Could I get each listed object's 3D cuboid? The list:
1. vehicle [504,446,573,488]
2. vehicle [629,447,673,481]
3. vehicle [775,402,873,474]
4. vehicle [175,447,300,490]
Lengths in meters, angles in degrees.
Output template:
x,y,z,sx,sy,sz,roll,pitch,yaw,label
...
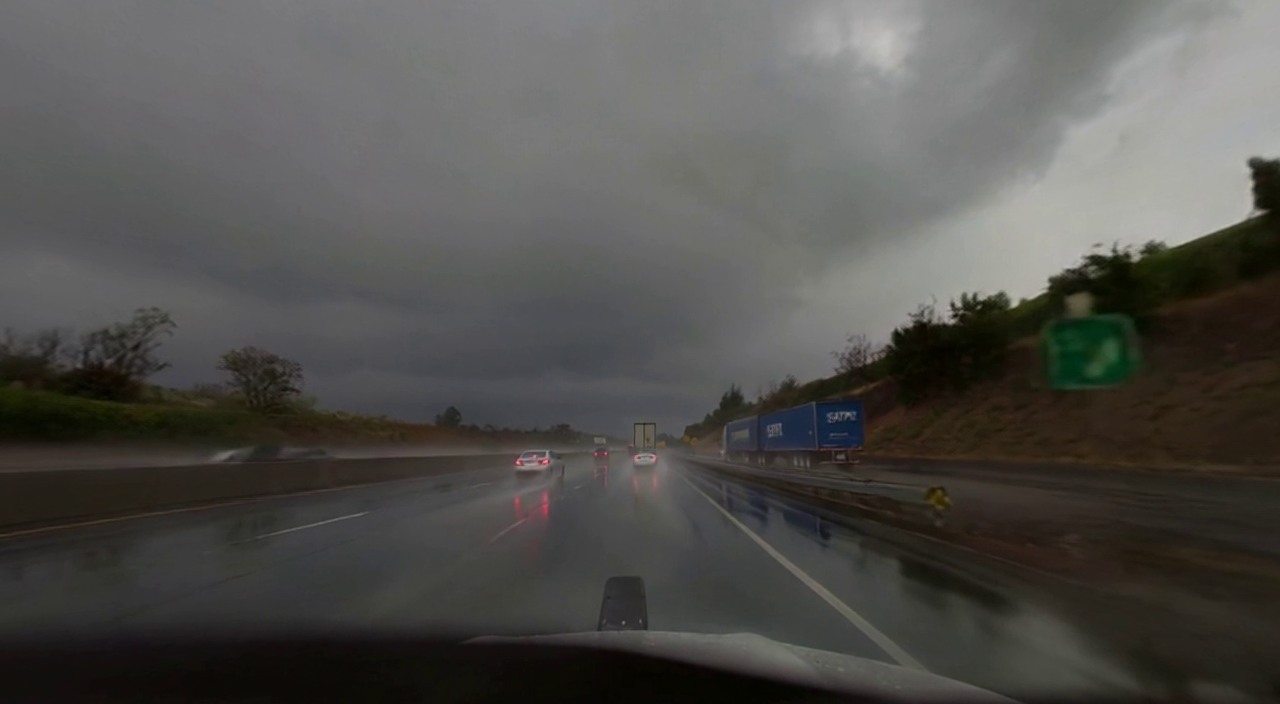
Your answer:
x,y,z,sx,sy,sz,roll,pitch,yaw,label
-3.978,4.603,25.533,2.018,1.504,4.431,0,-9,1,vehicle
0.486,5.313,30.108,1.991,1.507,3.391,0,-9,-1,vehicle
11.993,5.990,42.954,2.926,4.094,13.856,0,-9,2,vehicle
-15.949,4.620,25.320,1.952,1.573,4.568,0,-9,0,vehicle
